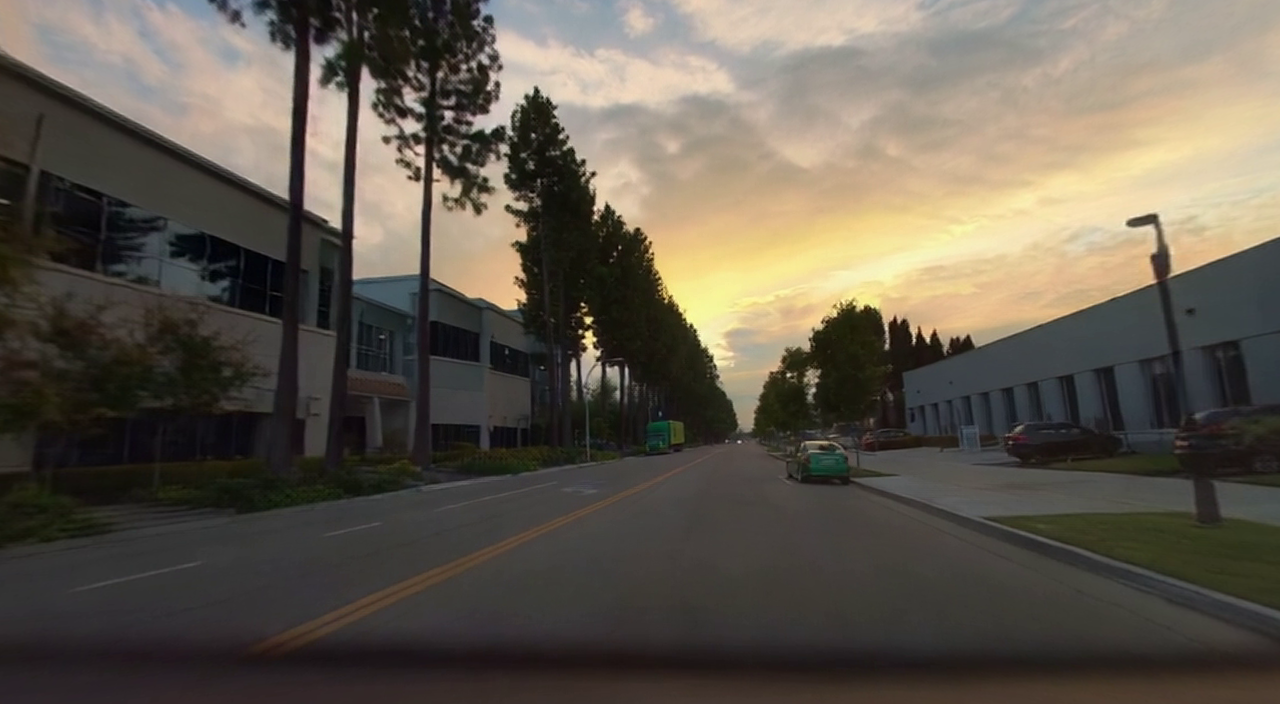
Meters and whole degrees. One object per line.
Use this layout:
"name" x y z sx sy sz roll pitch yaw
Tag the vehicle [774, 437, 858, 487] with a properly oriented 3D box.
"vehicle" 5.969 3.766 21.916 2.098 1.509 4.389 -1 -8 6
